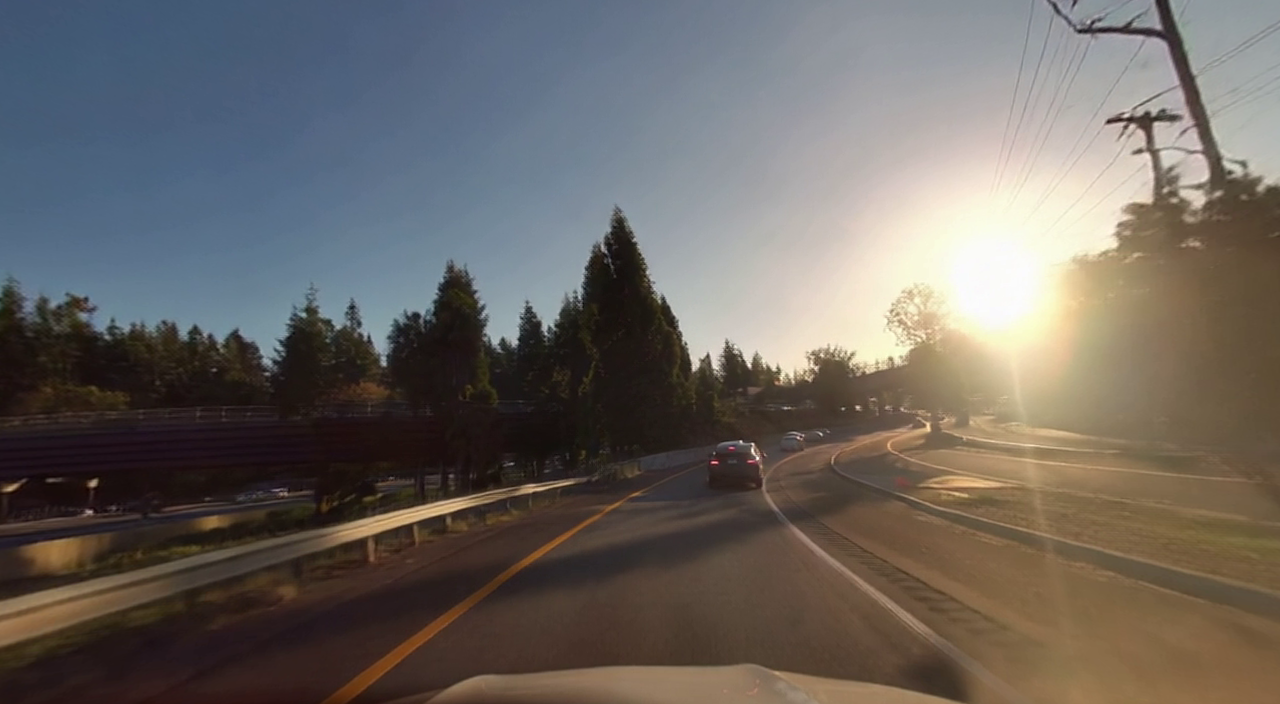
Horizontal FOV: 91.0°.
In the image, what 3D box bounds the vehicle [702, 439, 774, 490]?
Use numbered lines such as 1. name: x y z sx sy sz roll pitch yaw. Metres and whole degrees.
1. vehicle: 3.254 3.637 20.733 2.091 1.482 4.321 -2 -9 10
